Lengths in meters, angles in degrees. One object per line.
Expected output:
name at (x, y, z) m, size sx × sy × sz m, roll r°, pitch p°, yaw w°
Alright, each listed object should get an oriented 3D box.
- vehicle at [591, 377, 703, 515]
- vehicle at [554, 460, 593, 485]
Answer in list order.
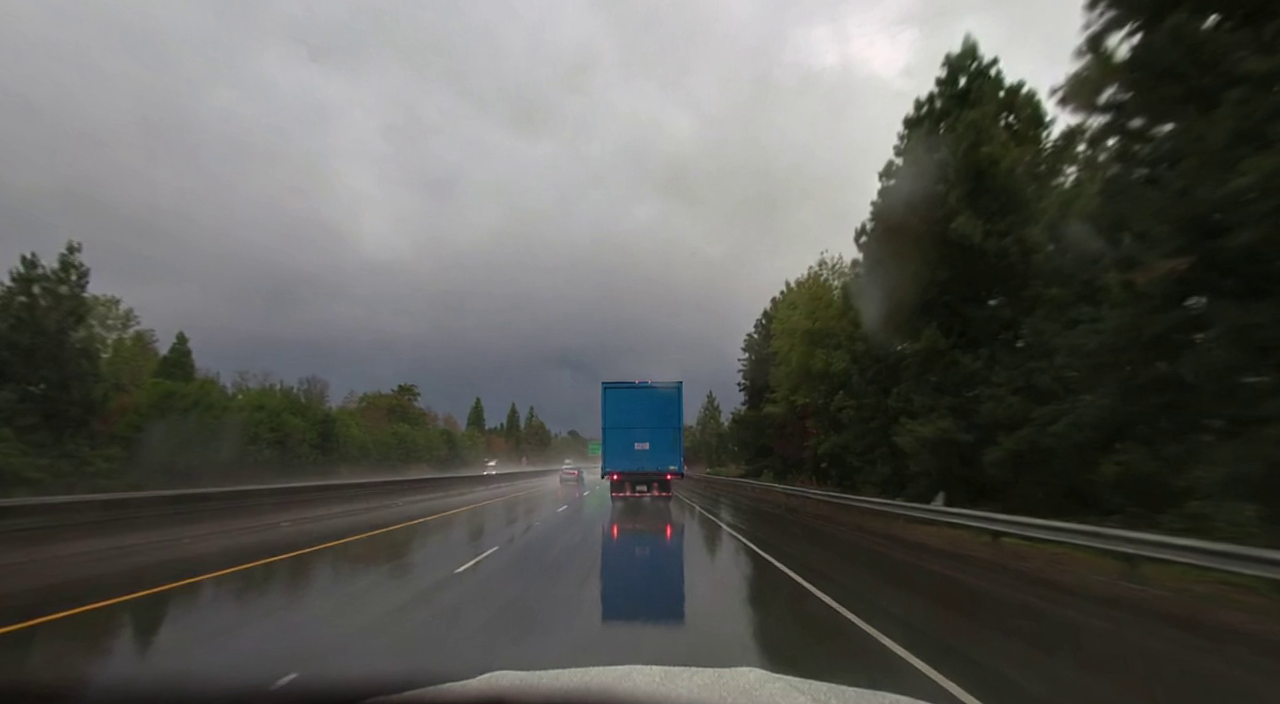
vehicle at (0.045, 3.397, 21.904) m, size 3.008 × 3.678 × 9.512 m, roll 1°, pitch -10°, yaw -2°
vehicle at (-4.492, 8.266, 43.257) m, size 2.104 × 1.536 × 4.599 m, roll 1°, pitch -10°, yaw 0°
